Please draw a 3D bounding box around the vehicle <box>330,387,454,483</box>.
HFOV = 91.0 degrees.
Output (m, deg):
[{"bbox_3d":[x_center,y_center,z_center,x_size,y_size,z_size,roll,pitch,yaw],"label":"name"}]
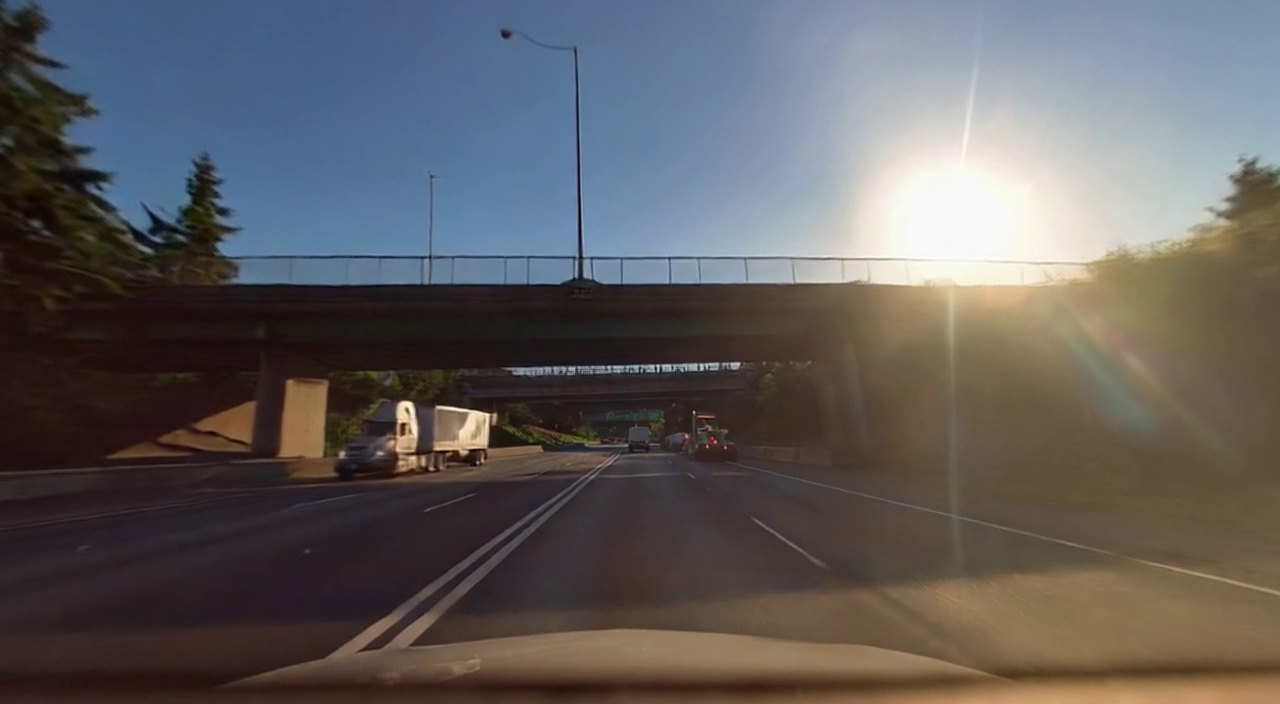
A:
[{"bbox_3d":[-10.929,3.762,28.510,3.280,3.862,5.699,-1,-8,-1],"label":"vehicle"}]
